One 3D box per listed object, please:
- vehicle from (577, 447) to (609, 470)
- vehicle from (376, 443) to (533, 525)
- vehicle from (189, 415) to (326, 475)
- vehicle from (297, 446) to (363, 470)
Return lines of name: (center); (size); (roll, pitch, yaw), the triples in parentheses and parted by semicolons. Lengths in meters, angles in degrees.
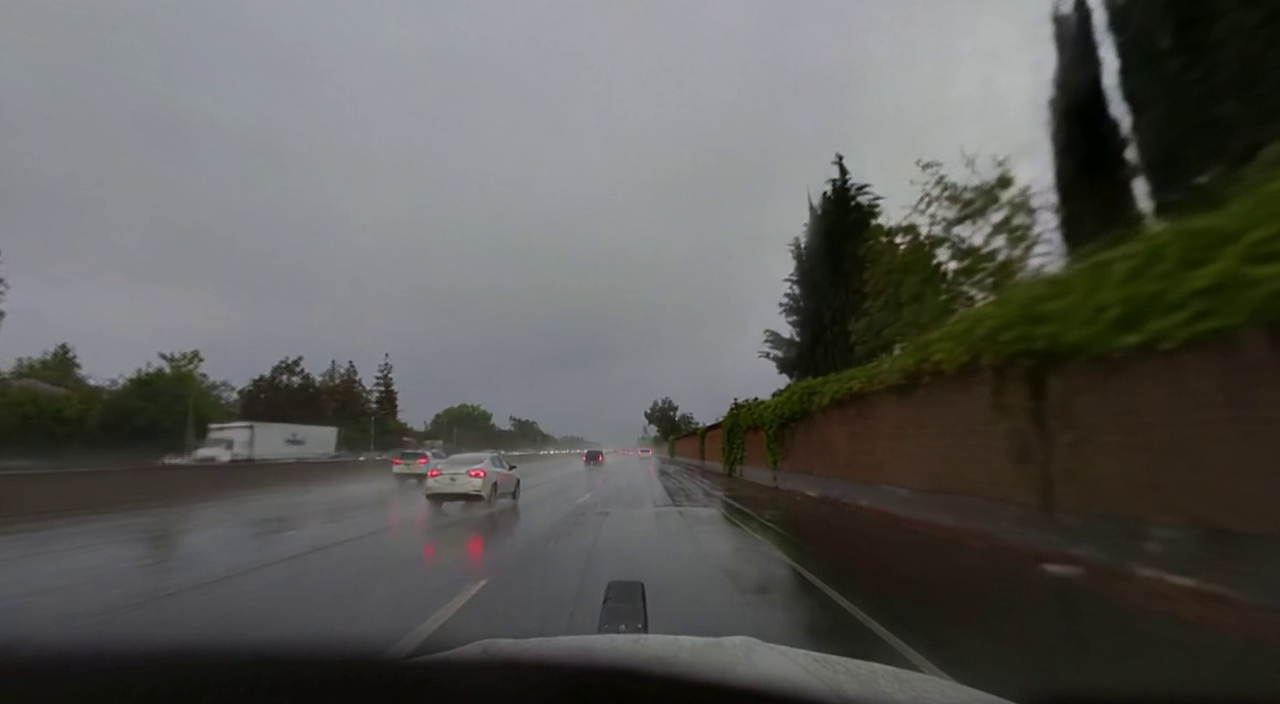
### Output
vehicle: (-3.578, 8.155, 48.202); (2.036, 1.636, 4.511); (0, -9, 1)
vehicle: (-3.832, 2.819, 13.999); (1.945, 1.484, 4.803); (-1, -9, 1)
vehicle: (-28.041, 7.010, 47.091); (2.980, 3.886, 11.254); (-1, -9, 1)
vehicle: (-24.258, 8.329, 49.361); (2.157, 1.741, 5.728); (-1, -9, 1)
